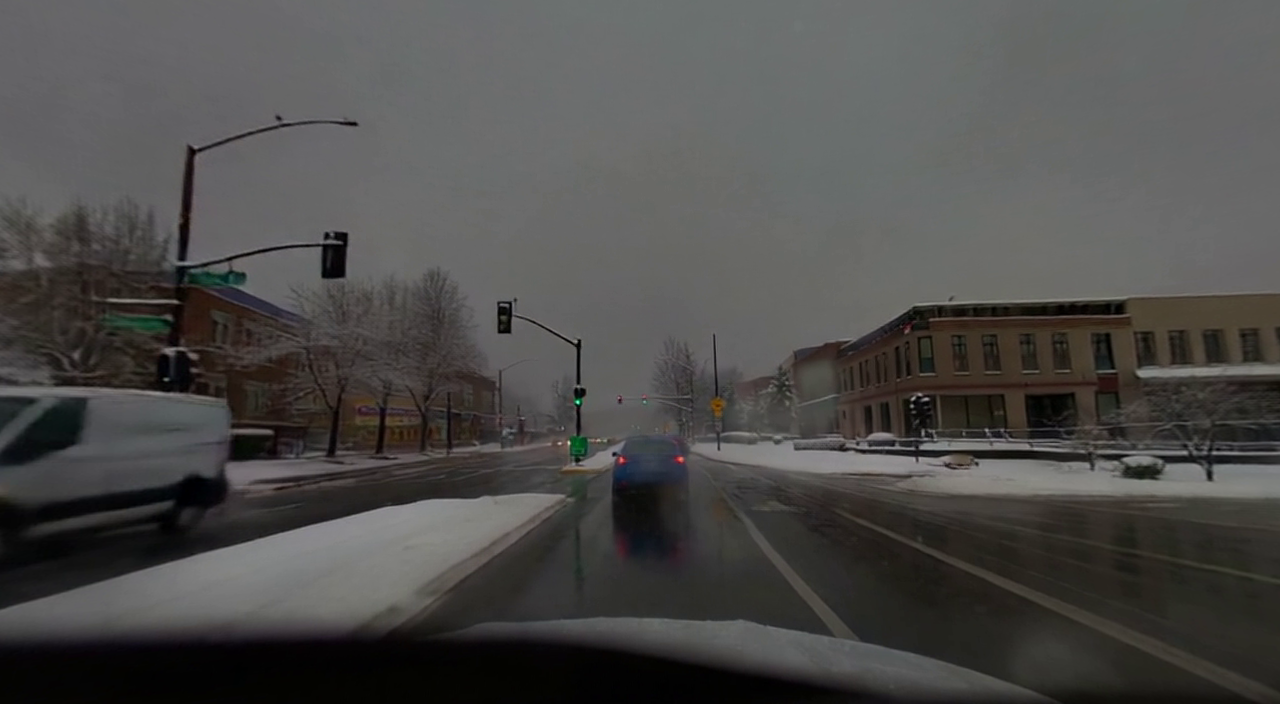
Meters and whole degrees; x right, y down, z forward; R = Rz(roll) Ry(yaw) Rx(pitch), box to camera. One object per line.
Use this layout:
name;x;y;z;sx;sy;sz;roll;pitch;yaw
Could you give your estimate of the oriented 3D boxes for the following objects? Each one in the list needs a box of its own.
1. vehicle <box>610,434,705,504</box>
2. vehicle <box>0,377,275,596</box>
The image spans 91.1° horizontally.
vehicle;0.388;2.689;15.031;1.950;1.401;4.159;0;-8;1
vehicle;-7.266;1.572;8.216;2.310;2.045;4.763;0;-8;-3
